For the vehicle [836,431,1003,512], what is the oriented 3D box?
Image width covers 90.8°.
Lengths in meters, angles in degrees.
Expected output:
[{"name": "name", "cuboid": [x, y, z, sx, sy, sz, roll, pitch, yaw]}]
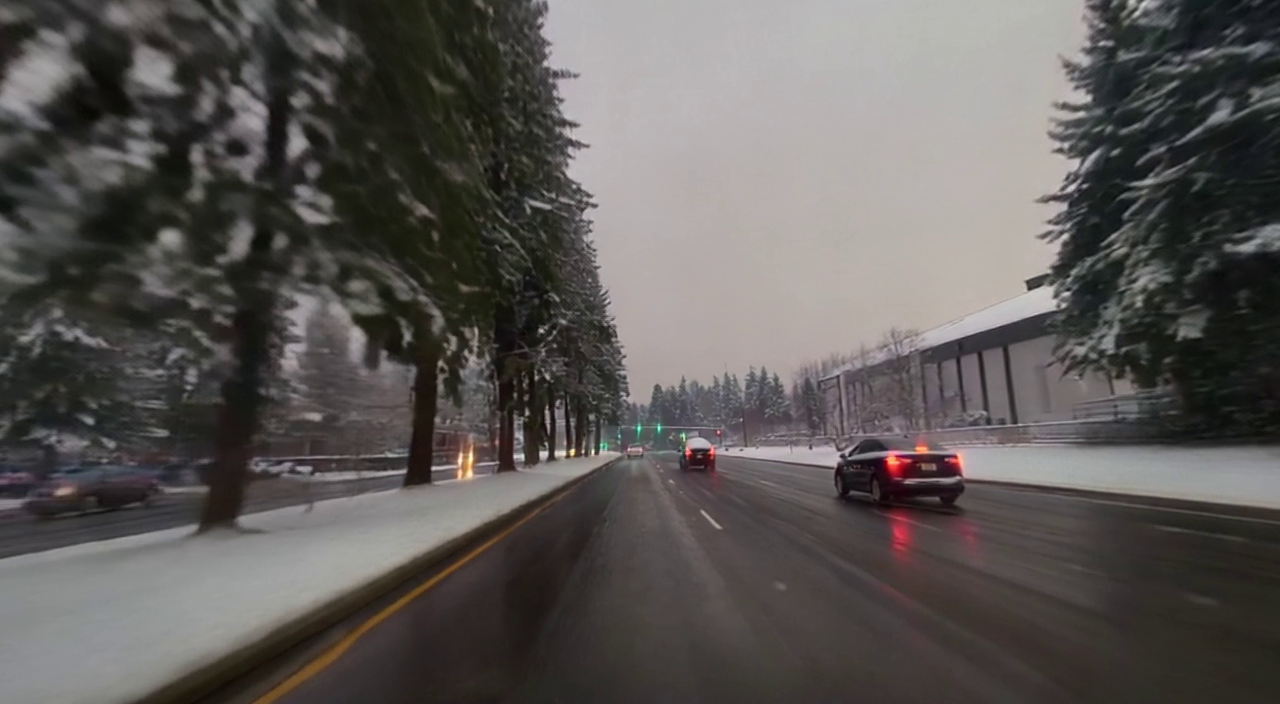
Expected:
[{"name": "vehicle", "cuboid": [6.371, 2.758, 15.054, 2.000, 1.618, 4.238, 0, -9, 0]}]

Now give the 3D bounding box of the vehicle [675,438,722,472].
[{"name": "vehicle", "cuboid": [3.207, 5.754, 35.463, 2.095, 1.759, 4.862, 0, -9, -1]}]

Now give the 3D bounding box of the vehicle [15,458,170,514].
[{"name": "vehicle", "cuboid": [-21.676, 5.270, 25.329, 2.050, 1.890, 4.582, 0, -9, 0]}]
